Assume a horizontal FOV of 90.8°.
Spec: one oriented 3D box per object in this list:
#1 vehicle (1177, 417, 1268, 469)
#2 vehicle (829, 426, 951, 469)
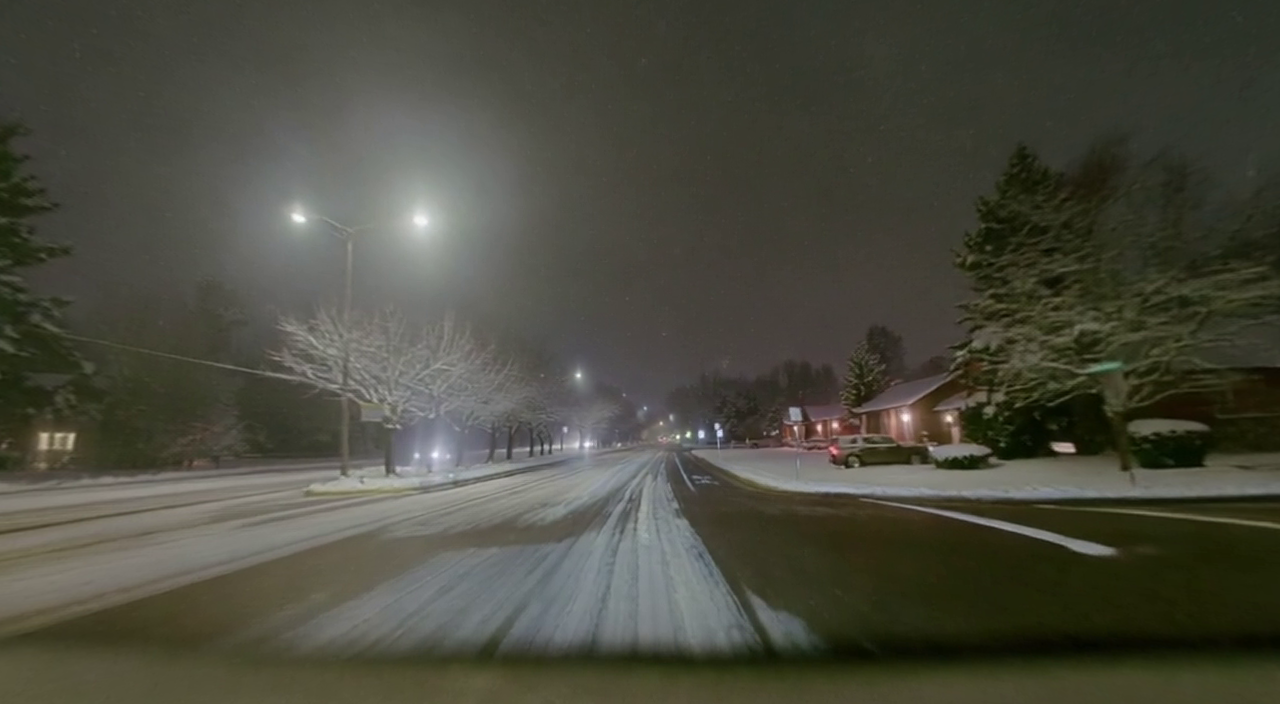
[{"bbox_3d":[19.769,3.030,21.438,1.979,1.560,4.241,-7,-9,43],"label":"vehicle"},{"bbox_3d":[10.667,4.053,27.283,2.199,1.661,4.495,4,-8,-28],"label":"vehicle"}]
